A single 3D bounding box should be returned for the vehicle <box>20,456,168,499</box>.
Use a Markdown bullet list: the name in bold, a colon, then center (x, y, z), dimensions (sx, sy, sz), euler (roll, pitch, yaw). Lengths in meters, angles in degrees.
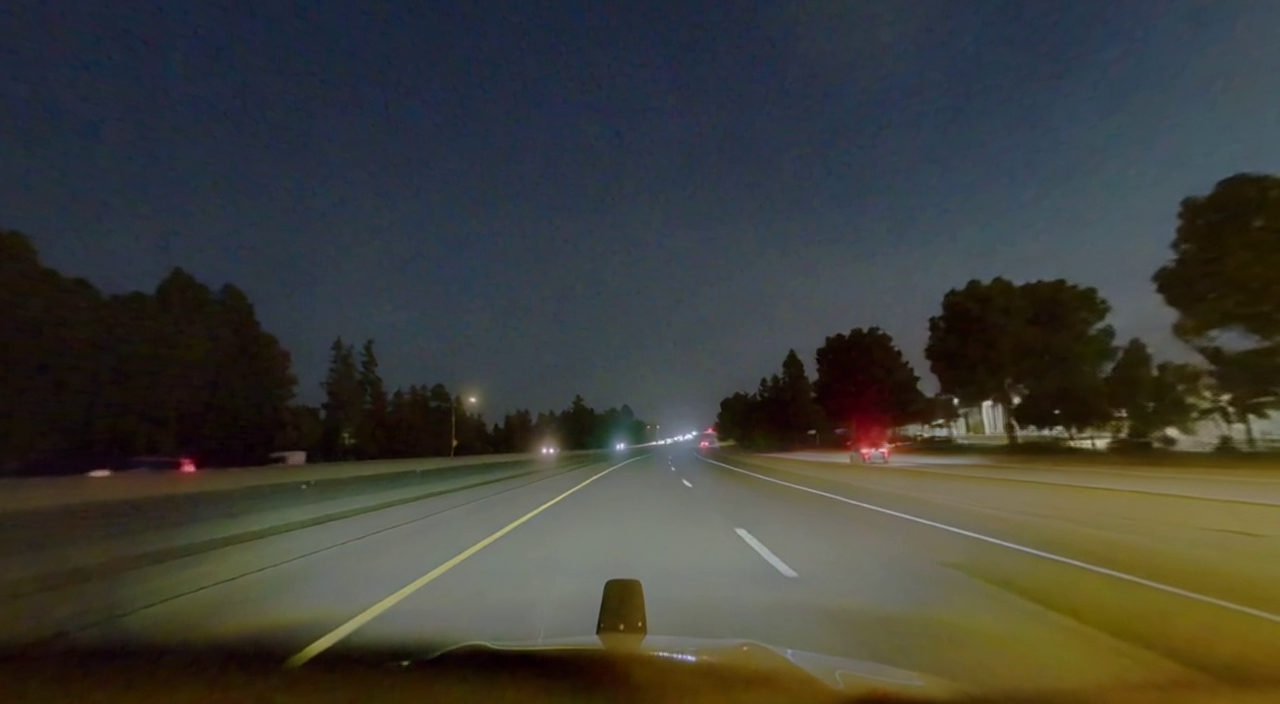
- **vehicle**: center (-21.731, 4.986, 25.413), dimensions (1.864, 1.460, 4.509), euler (-1, -8, 2)
